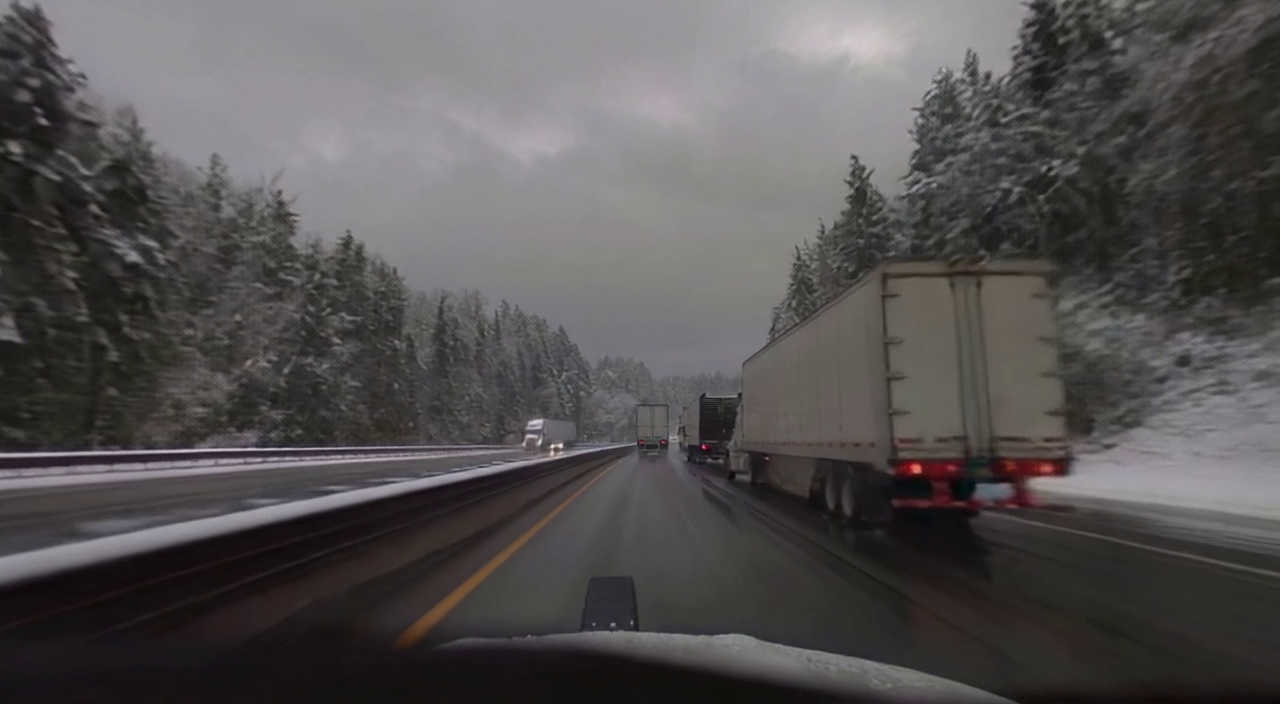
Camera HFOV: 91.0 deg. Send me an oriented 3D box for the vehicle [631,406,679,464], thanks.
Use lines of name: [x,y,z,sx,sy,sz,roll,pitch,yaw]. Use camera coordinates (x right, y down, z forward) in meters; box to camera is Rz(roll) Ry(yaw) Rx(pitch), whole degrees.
vehicle: [0.875,5.201,39.244,2.644,3.247,7.454,-1,-8,1]

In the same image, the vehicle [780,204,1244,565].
vehicle: [4.903,0.854,11.031,2.843,3.940,8.349,-1,-8,0]
